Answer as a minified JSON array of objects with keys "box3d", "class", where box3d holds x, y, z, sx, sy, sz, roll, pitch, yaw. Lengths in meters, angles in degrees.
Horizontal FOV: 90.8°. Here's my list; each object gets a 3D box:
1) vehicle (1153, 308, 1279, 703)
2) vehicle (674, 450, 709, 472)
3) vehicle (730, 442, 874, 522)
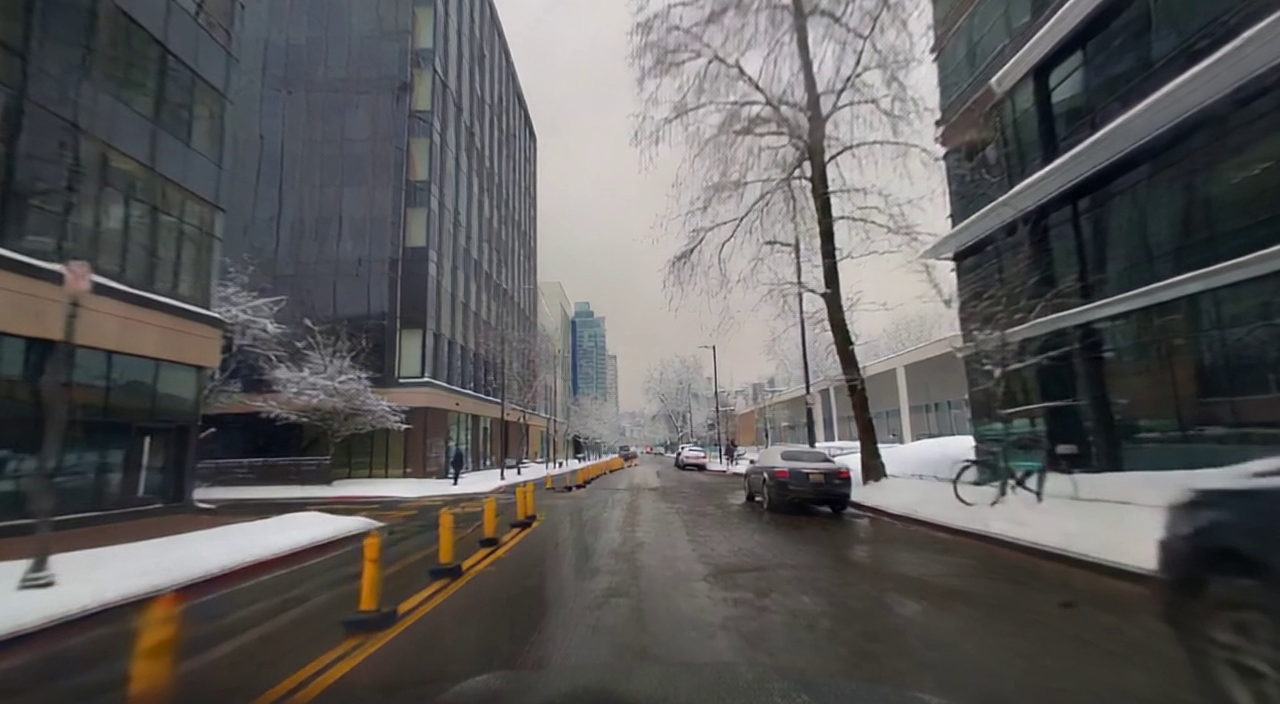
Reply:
[{"box3d":[3.729,0.466,0.712,2.180,1.869,4.736,-1,-9,-1],"class":"vehicle"},{"box3d":[3.629,7.723,44.959,2.020,1.448,4.220,-1,-9,-1],"class":"vehicle"},{"box3d":[3.389,2.819,14.341,1.963,1.445,4.948,-1,-9,0],"class":"vehicle"}]
